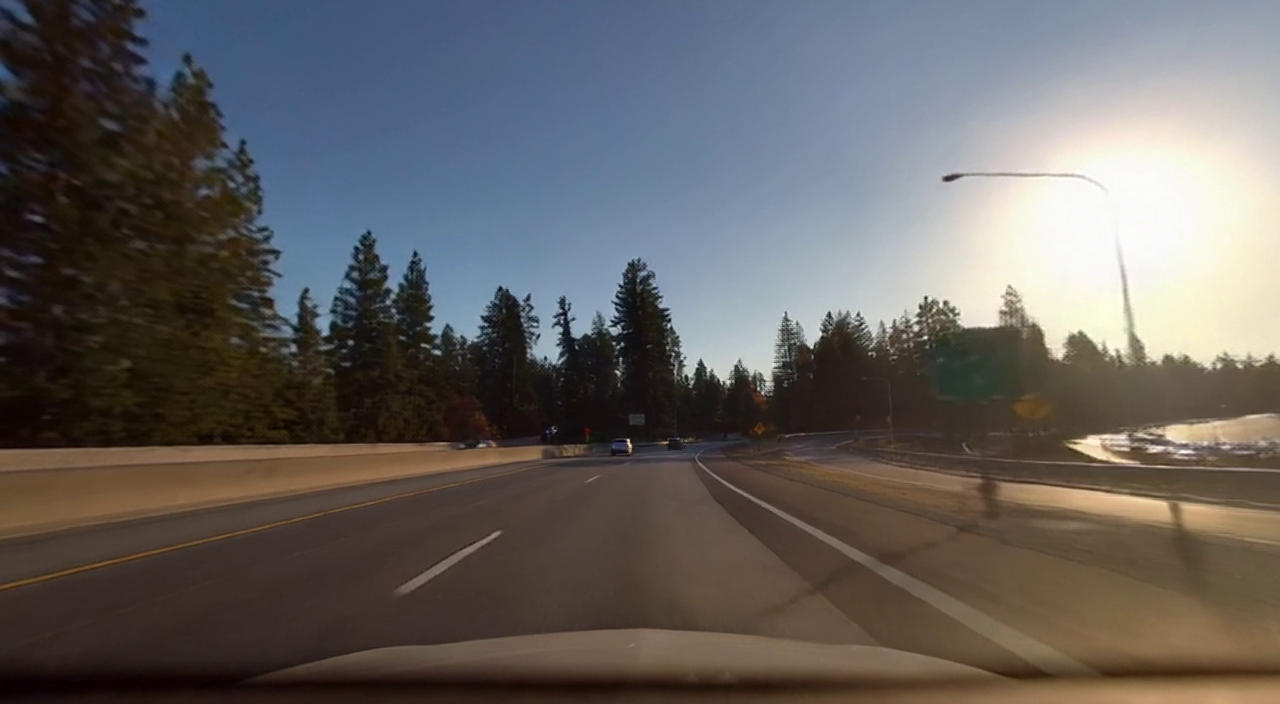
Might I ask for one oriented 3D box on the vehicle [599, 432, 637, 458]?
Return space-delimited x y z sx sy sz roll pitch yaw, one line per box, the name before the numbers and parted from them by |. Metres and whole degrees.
vehicle | -1.533 6.622 44.891 2.129 1.742 4.217 -1 -8 6
